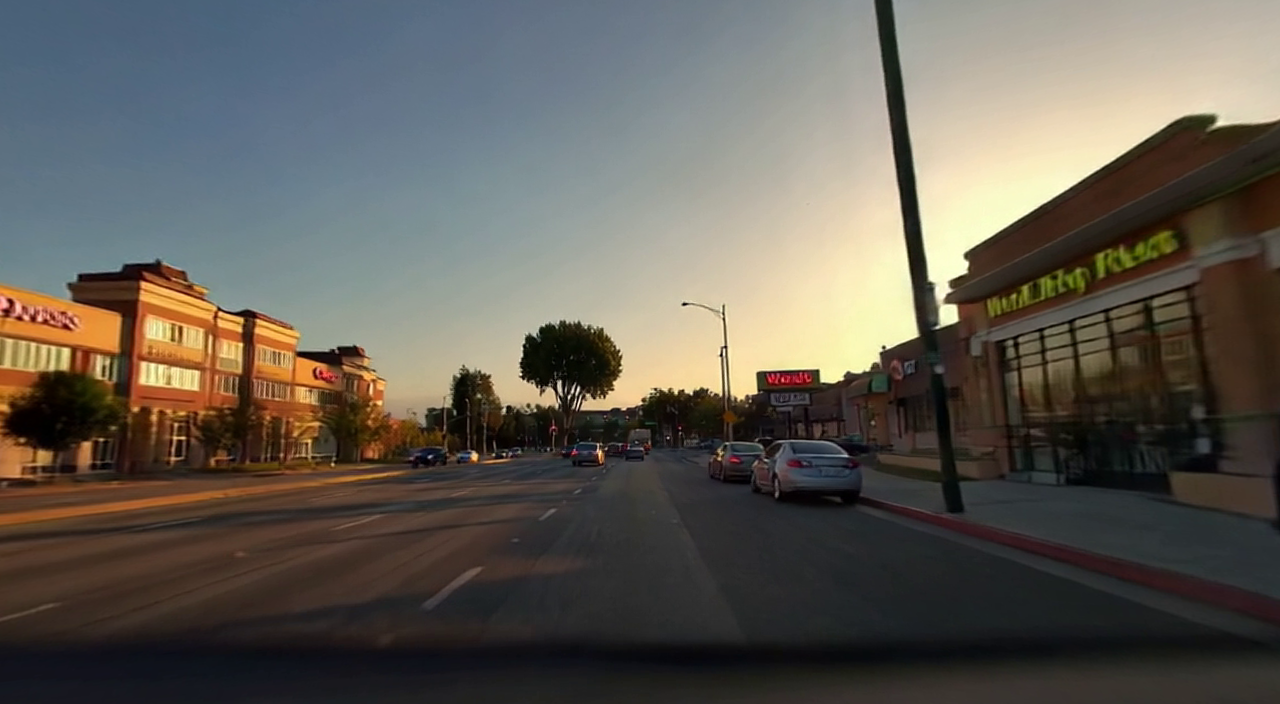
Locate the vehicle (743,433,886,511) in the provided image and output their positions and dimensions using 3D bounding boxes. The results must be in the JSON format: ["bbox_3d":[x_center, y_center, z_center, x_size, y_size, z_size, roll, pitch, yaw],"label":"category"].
[{"bbox_3d":[3.804,2.718,14.800,1.922,1.507,4.824,0,-9,-1],"label":"vehicle"}]

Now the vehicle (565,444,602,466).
[{"bbox_3d":[-3.869,7.190,44.250,2.179,1.490,4.742,0,-9,0],"label":"vehicle"}]
